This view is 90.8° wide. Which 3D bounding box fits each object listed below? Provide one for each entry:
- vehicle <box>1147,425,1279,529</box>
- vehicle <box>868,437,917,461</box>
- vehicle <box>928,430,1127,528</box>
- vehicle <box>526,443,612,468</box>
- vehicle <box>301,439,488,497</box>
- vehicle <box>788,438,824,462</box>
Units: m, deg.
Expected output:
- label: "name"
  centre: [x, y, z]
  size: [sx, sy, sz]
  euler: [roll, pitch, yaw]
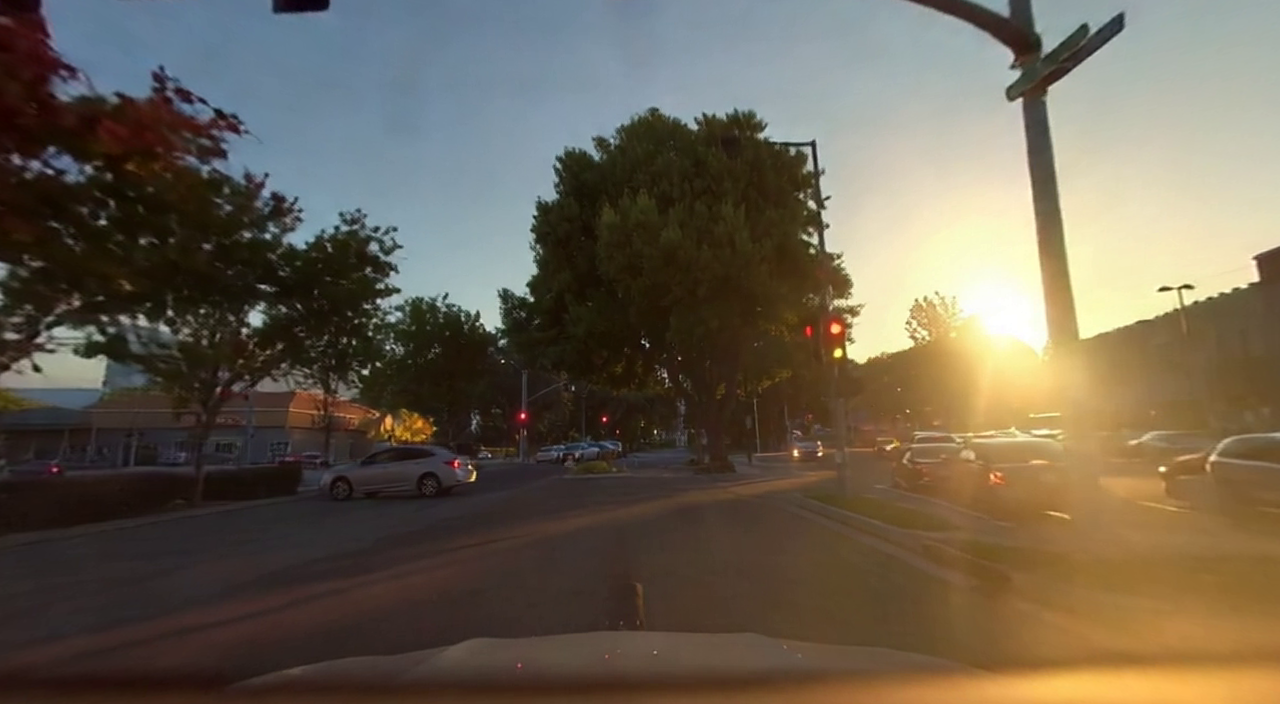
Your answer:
- label: "vehicle"
  centre: [11.336, 2.130, 11.162]
  size: [2.031, 1.592, 4.470]
  euler: [-3, -9, 16]
- label: "vehicle"
  centre: [16.517, 6.364, 41.510]
  size: [1.951, 1.491, 4.359]
  euler: [-1, -9, 8]
- label: "vehicle"
  centre: [7.035, 2.301, 12.098]
  size: [1.867, 1.479, 4.452]
  euler: [-2, -9, 13]
- label: "vehicle"
  centre: [-4.362, 6.385, 39.052]
  size: [4.792, 1.468, 2.116]
  euler: [-2, -9, 14]
- label: "vehicle"
  centre: [-6.626, 3.165, 17.386]
  size: [4.376, 1.476, 1.791]
  euler: [-1, -8, 2]
- label: "vehicle"
  centre: [11.316, 6.738, 43.417]
  size: [2.061, 1.519, 4.794]
  euler: [-2, -9, 11]
